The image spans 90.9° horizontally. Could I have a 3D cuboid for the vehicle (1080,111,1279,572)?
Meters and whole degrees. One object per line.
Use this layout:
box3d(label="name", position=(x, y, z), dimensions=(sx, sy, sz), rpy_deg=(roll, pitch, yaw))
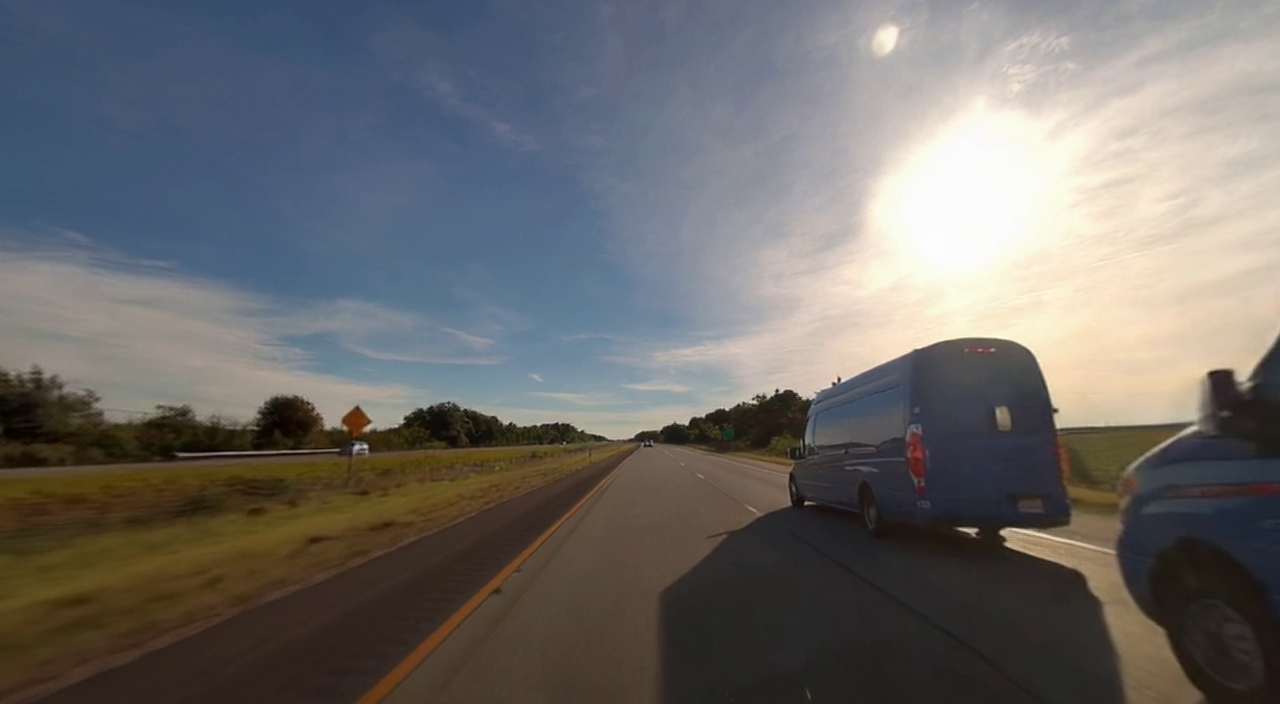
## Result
box3d(label="vehicle", position=(4.099, -0.267, 1.211), dimensions=(2.444, 2.053, 5.616), rpy_deg=(0, -8, 0))

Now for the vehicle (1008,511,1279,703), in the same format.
box3d(label="vehicle", position=(4.014, 1.140, 1.448), dimensions=(2.702, 0.824, 6.391), rpy_deg=(0, -8, 2))

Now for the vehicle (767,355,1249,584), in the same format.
box3d(label="vehicle", position=(4.033, 1.569, 9.417), dimensions=(2.686, 2.043, 7.449), rpy_deg=(0, -8, 0))
